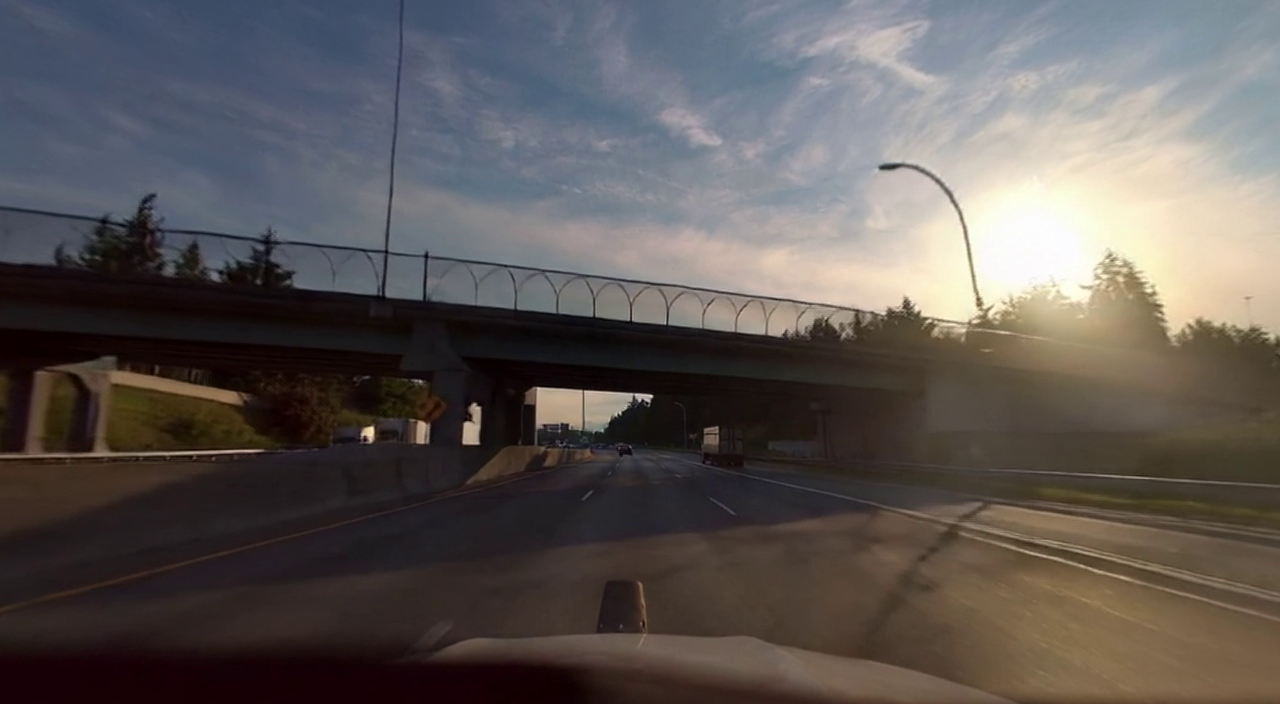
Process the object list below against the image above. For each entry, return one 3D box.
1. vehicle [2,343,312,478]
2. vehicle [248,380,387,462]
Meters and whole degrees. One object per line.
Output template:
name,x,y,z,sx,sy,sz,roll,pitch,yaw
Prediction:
vehicle,-16.101,2.394,22.690,2.985,3.790,10.161,0,-9,0
vehicle,-16.163,3.731,32.507,2.839,3.741,7.952,0,-9,0
